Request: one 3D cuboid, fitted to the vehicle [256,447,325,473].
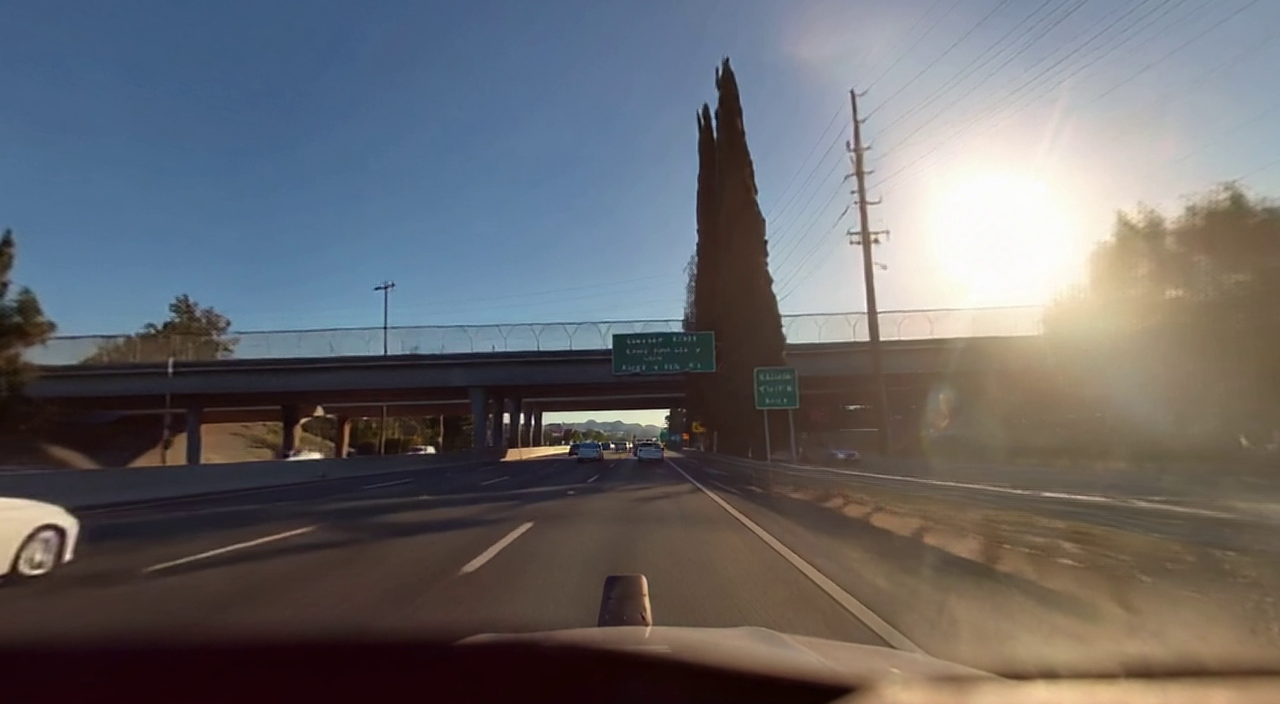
[{"bbox_3d":[-22.195,6.873,40.277,1.892,1.531,4.346,0,-8,1],"label":"vehicle"}]

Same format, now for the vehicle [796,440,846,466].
[{"bbox_3d":[12.530,6.982,43.895,2.009,1.675,4.196,1,-8,-3],"label":"vehicle"}]

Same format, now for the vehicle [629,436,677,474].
[{"bbox_3d":[0.592,4.910,30.290,2.152,1.697,4.066,0,-8,0],"label":"vehicle"}]

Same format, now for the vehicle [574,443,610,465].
[{"bbox_3d":[-3.235,6.985,43.366,2.056,1.464,4.564,0,-8,1],"label":"vehicle"}]
